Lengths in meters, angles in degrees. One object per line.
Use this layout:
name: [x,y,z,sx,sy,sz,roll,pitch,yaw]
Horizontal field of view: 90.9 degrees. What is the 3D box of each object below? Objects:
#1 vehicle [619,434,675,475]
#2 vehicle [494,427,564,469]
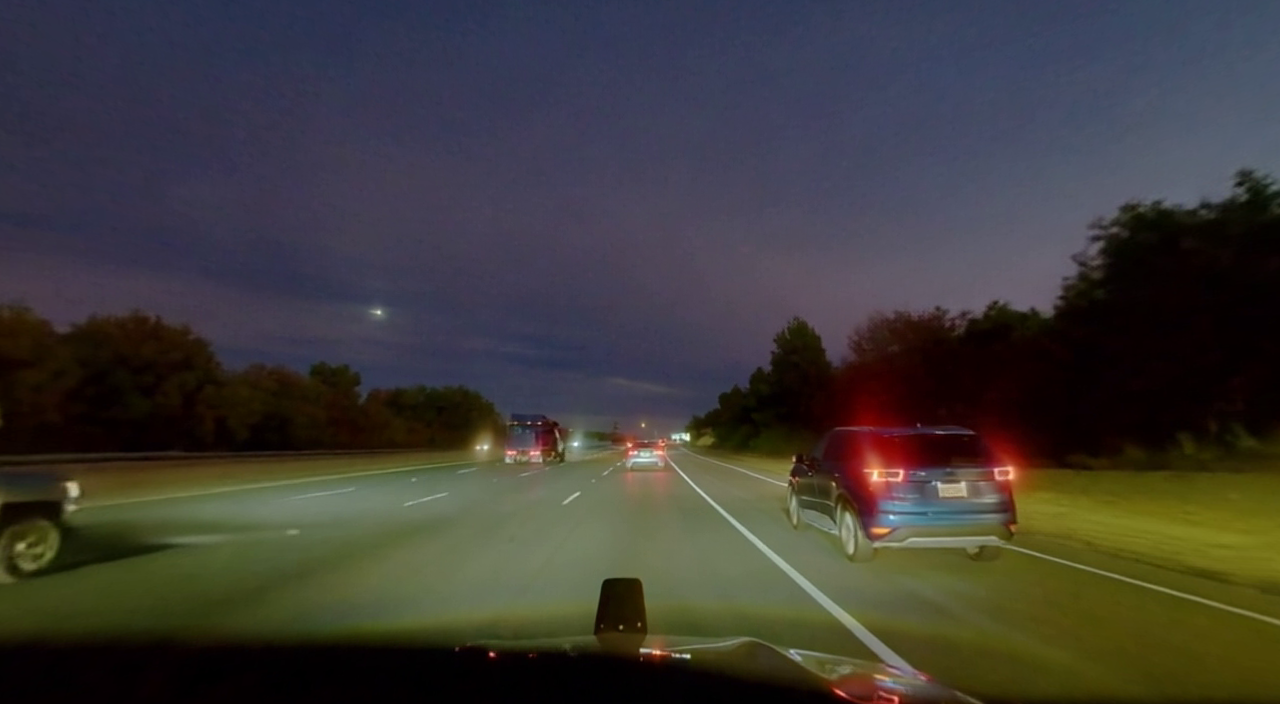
vehicle: [0.313,4.630,28.697,2.336,1.722,4.212,0,-8,1]
vehicle: [-6.500,5.779,38.102,2.827,2.236,7.057,0,-8,1]
